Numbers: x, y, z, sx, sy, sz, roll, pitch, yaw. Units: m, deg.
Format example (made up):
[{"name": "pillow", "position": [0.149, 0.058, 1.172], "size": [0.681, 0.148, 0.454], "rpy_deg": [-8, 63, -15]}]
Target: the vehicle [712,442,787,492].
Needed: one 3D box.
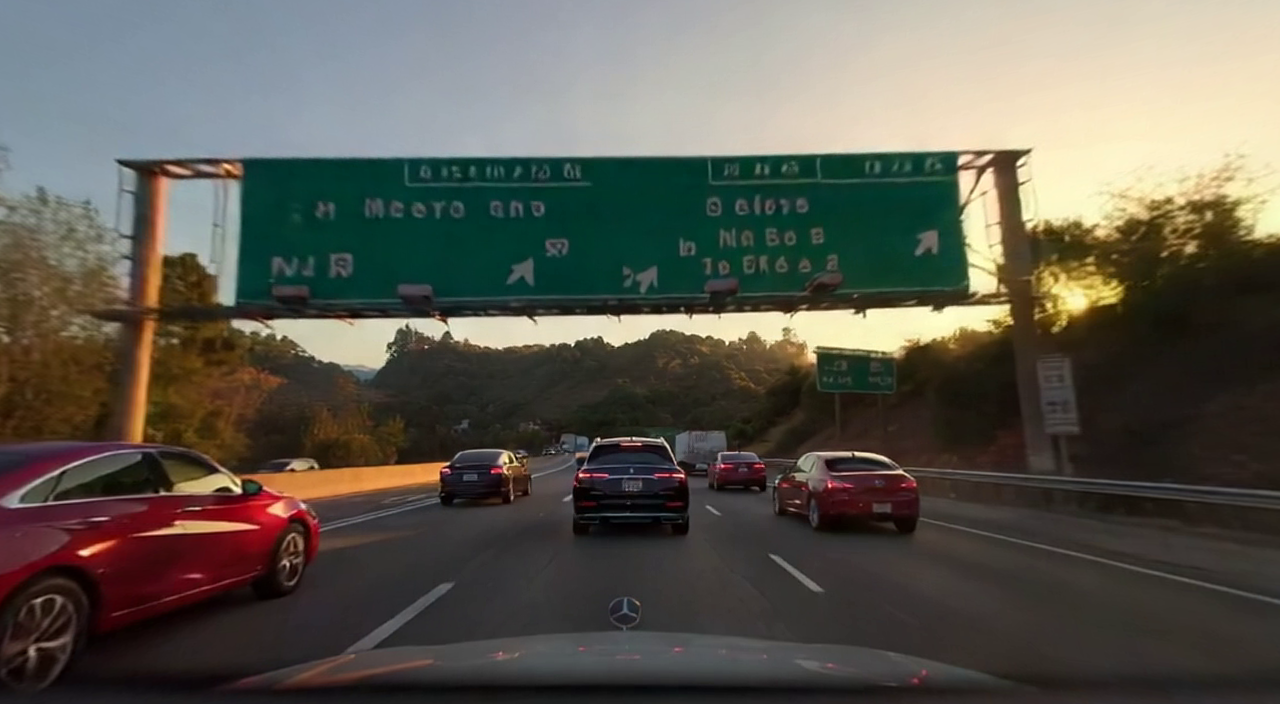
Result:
[{"name": "vehicle", "position": [3.750, 4.014, 22.307], "size": [1.905, 1.590, 3.746], "rpy_deg": [0, -9, -1]}]

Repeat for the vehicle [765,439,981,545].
[{"name": "vehicle", "position": [3.662, 2.281, 10.982], "size": [1.953, 1.434, 4.511], "rpy_deg": [0, -9, -1]}]

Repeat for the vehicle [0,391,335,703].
[{"name": "vehicle", "position": [-4.515, 1.271, 4.785], "size": [2.173, 1.660, 4.373], "rpy_deg": [0, -9, 0]}]

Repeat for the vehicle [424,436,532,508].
[{"name": "vehicle", "position": [-4.261, 3.213, 17.254], "size": [1.890, 1.708, 3.844], "rpy_deg": [0, -9, 1]}]

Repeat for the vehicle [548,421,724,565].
[{"name": "vehicle", "position": [-0.104, 1.978, 9.489], "size": [2.093, 1.695, 3.782], "rpy_deg": [0, -9, -2]}]
